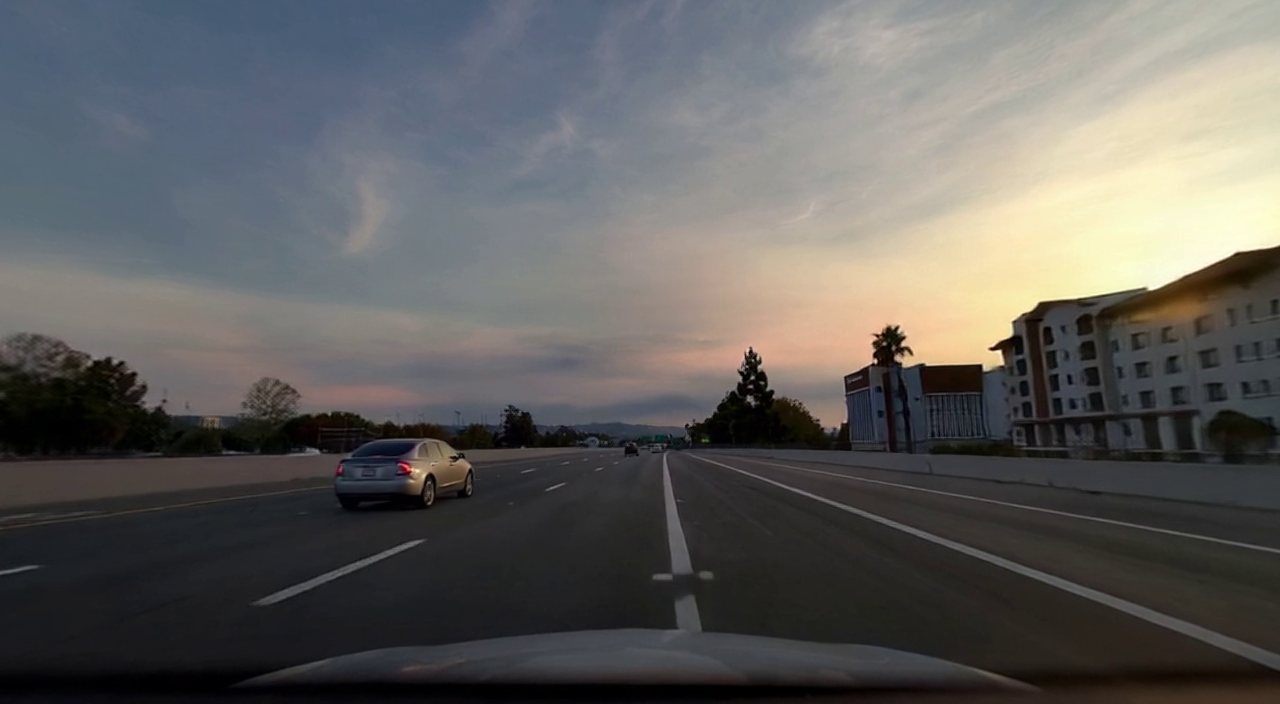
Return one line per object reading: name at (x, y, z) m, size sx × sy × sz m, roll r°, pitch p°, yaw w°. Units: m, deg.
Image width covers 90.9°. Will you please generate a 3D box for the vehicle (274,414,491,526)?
vehicle at (-4.743, 2.266, 12.642) m, size 2.145 × 1.793 × 4.762 m, roll -1°, pitch -8°, yaw 3°
